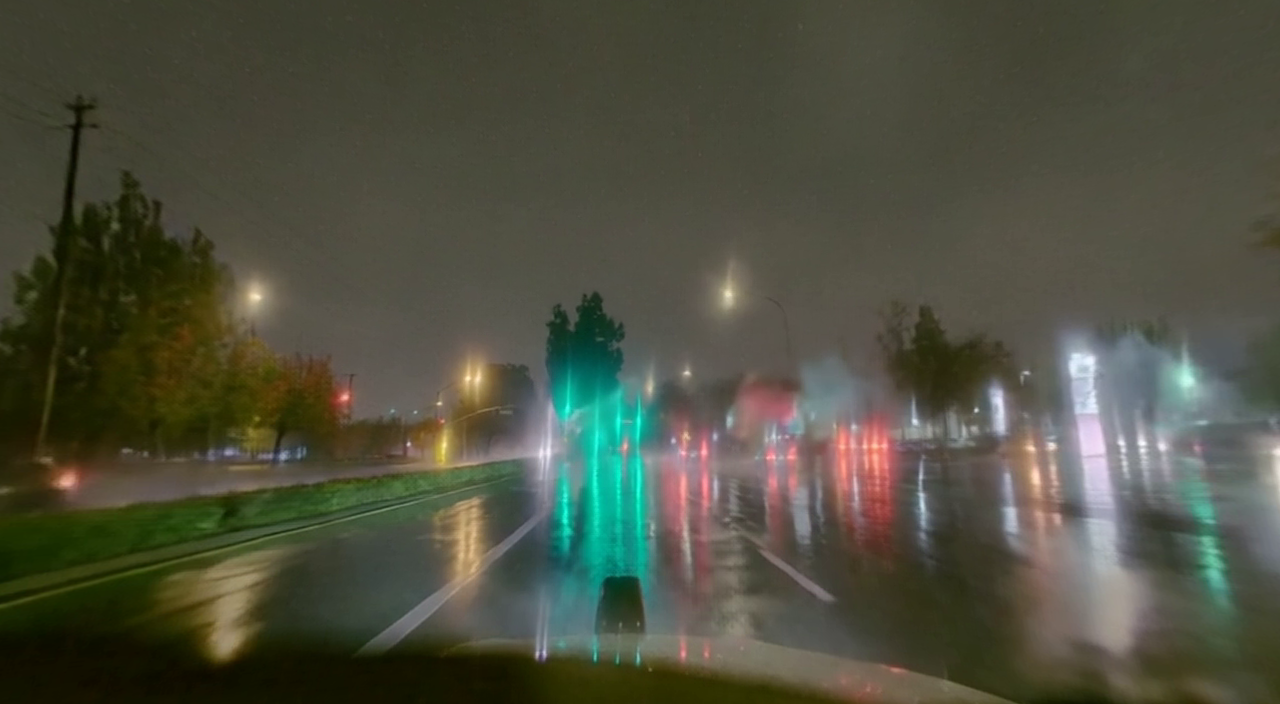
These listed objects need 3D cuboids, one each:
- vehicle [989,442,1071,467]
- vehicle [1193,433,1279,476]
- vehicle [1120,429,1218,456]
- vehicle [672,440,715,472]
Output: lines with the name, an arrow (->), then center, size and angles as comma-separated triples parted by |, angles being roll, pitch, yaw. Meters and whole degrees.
vehicle -> 23.147, 6.081, 37.545 | 3.661, 1.417, 1.783 | 0, -8, -1
vehicle -> 22.973, 3.686, 22.900 | 3.845, 1.471, 2.043 | 0, -8, 0
vehicle -> 34.307, 5.890, 41.056 | 4.444, 1.641, 2.006 | 0, -9, 0
vehicle -> 3.120, 6.227, 37.970 | 2.069, 1.761, 4.610 | 0, -8, -1
